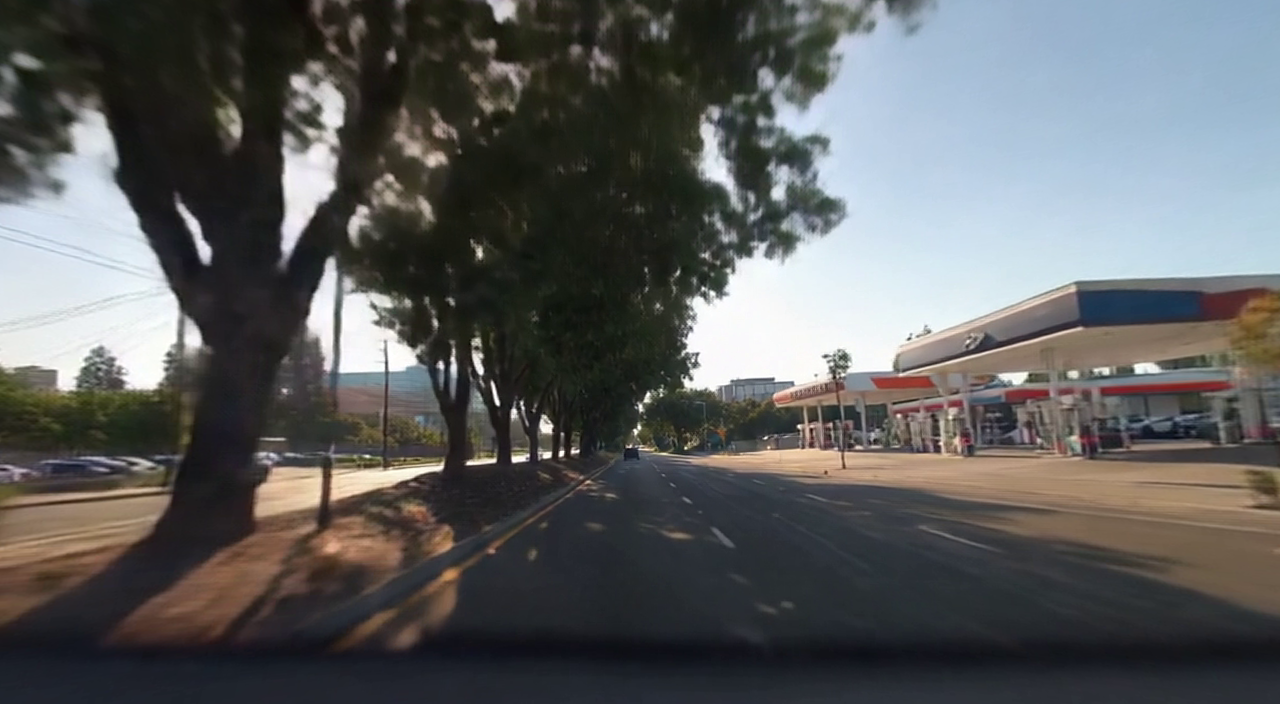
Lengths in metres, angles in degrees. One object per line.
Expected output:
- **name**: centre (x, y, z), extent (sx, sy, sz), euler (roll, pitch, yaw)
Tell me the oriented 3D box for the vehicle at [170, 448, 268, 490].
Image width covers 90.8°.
- **vehicle**: centre (-22.243, 6.150, 33.648), extent (2.076, 1.927, 4.749), euler (-2, -8, -2)
